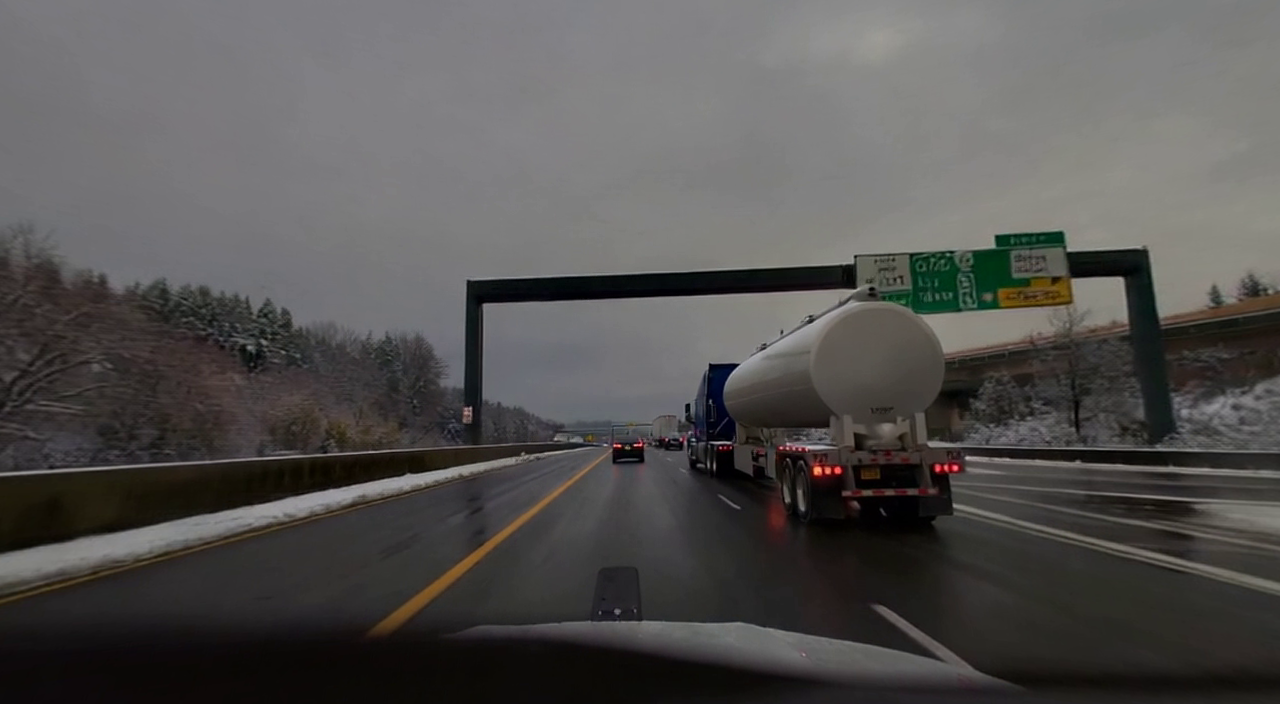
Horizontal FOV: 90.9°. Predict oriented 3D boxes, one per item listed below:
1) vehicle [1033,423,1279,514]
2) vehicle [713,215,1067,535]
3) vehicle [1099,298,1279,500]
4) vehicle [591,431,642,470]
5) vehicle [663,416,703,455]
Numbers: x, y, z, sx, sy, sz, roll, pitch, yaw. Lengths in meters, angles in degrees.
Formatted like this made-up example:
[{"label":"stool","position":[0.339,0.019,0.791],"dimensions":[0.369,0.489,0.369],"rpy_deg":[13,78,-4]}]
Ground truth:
[{"label":"vehicle","position":[9.865,2.174,12.297],"dimensions":[1.739,1.471,3.889],"rpy_deg":[0,-8,-2]},{"label":"vehicle","position":[3.532,0.847,12.294],"dimensions":[2.826,3.905,9.262],"rpy_deg":[0,-8,-2]},{"label":"vehicle","position":[14.644,0.893,12.518],"dimensions":[2.878,4.124,10.050],"rpy_deg":[0,-8,-4]},{"label":"vehicle","position":[-0.951,4.117,26.510],"dimensions":[2.000,1.510,3.518],"rpy_deg":[0,-8,-1]},{"label":"vehicle","position":[3.211,6.368,48.159],"dimensions":[2.475,2.782,4.986],"rpy_deg":[0,-8,-3]}]
